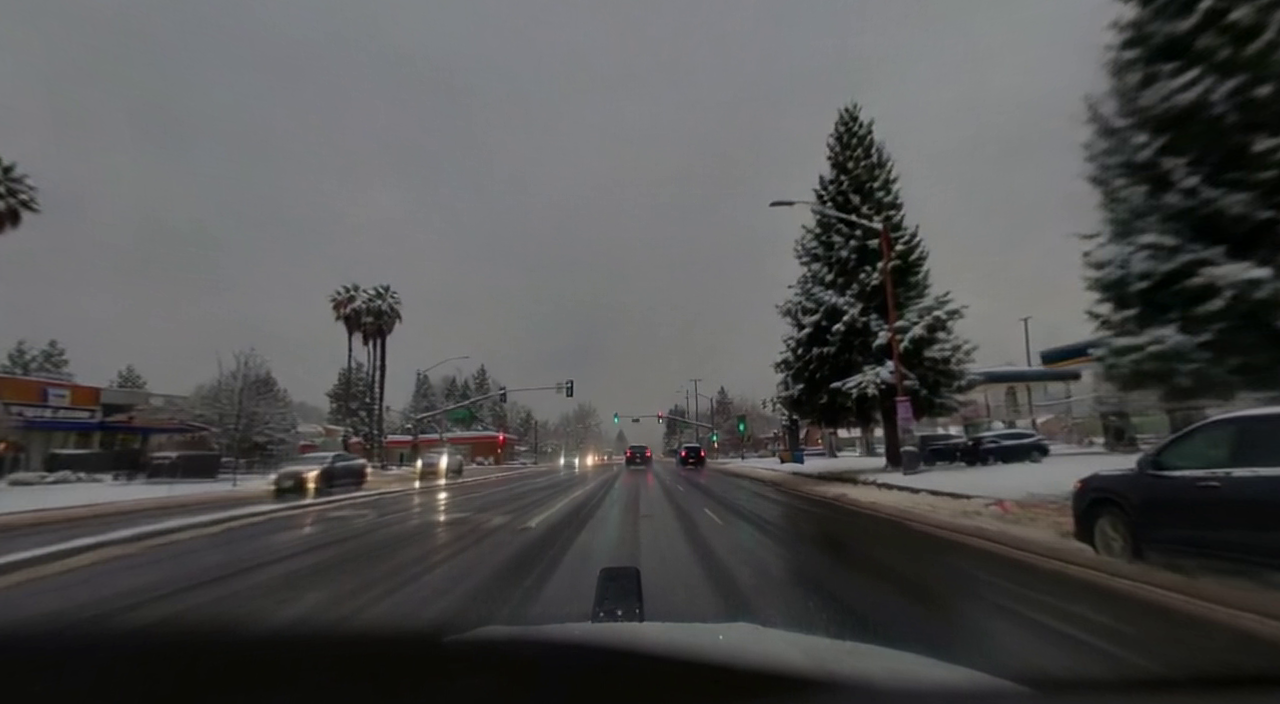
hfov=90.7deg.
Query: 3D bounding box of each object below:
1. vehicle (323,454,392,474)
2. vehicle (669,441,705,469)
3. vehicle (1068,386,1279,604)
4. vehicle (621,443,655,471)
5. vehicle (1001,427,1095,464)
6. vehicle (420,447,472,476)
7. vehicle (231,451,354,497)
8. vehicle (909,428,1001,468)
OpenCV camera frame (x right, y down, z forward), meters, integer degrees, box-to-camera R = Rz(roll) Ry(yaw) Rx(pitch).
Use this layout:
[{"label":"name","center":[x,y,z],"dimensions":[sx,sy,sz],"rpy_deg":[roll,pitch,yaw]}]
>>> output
[{"label":"vehicle","center":[-21.881,8.690,49.075],"dimensions":[4.469,1.459,1.972],"rpy_deg":[-2,-9,12]},{"label":"vehicle","center":[3.308,7.399,45.587],"dimensions":[2.190,1.913,5.174],"rpy_deg":[0,-9,0]},{"label":"vehicle","center":[6.420,1.202,5.348],"dimensions":[2.066,1.807,4.893],"rpy_deg":[0,-9,-1]},{"label":"vehicle","center":[-0.113,6.896,41.771],"dimensions":[2.177,1.754,3.815],"rpy_deg":[0,-9,0]},{"label":"vehicle","center":[21.085,4.875,32.946],"dimensions":[1.932,1.729,4.354],"rpy_deg":[-1,-9,0]},{"label":"vehicle","center":[-13.137,7.420,43.122],"dimensions":[2.111,1.791,4.542],"rpy_deg":[0,-9,0]},{"label":"vehicle","center":[-13.034,4.566,24.151],"dimensions":[1.974,1.557,4.790],"rpy_deg":[0,-9,0]},{"label":"vehicle","center":[16.033,4.916,32.496],"dimensions":[2.144,1.816,4.688],"rpy_deg":[-1,-8,-2]}]
